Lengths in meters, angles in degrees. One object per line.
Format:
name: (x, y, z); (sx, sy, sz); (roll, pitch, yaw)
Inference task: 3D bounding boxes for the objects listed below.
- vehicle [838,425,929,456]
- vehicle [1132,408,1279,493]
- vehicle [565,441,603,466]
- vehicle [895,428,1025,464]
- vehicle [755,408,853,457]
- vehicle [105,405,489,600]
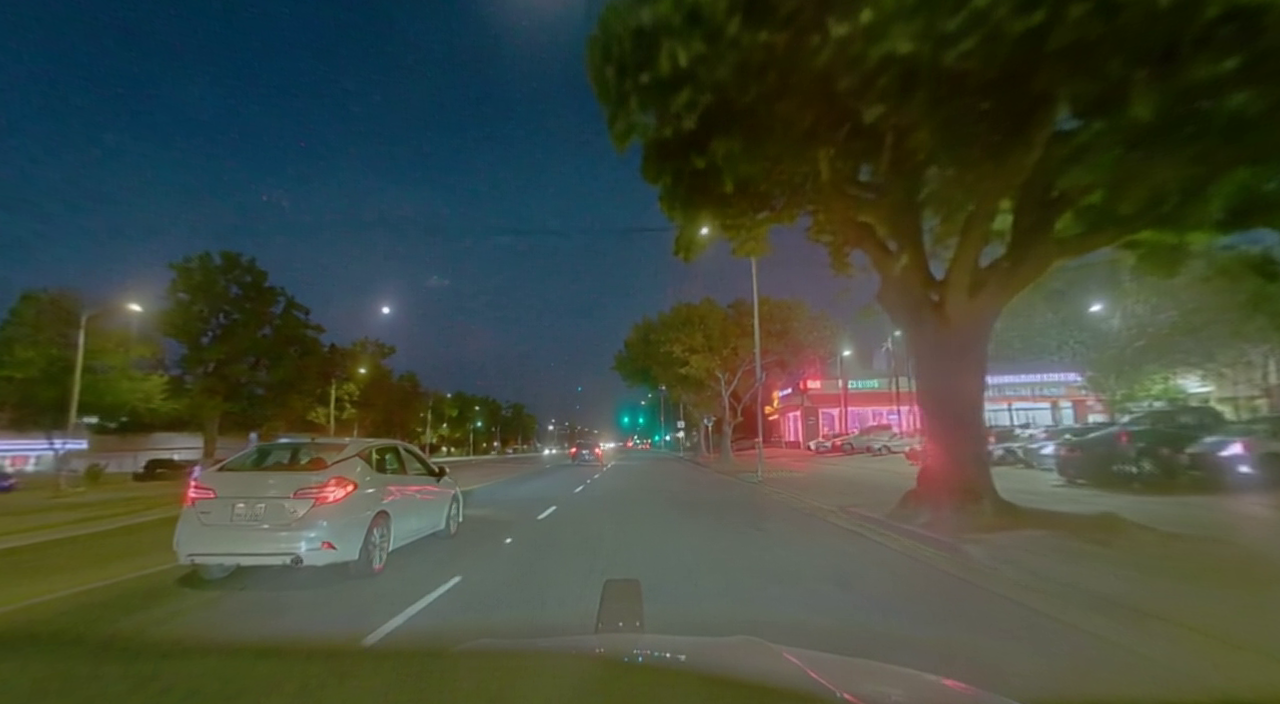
vehicle: (13.364, 4.904, 34.881); (4.165, 1.650, 1.946); (0, -9, -2)
vehicle: (13.292, 1.948, 13.035); (4.697, 1.518, 1.990); (-2, -9, -5)
vehicle: (-3.412, 6.292, 39.229); (1.955, 1.461, 4.396); (0, -9, -1)
vehicle: (13.485, 3.991, 26.773); (4.470, 1.427, 1.872); (0, -9, -3)
vehicle: (12.340, 6.130, 47.971); (6.427, 3.417, 2.845); (-1, -8, -2)
vehicle: (-3.505, 1.640, 7.780); (2.126, 1.655, 4.560); (0, -9, 0)
